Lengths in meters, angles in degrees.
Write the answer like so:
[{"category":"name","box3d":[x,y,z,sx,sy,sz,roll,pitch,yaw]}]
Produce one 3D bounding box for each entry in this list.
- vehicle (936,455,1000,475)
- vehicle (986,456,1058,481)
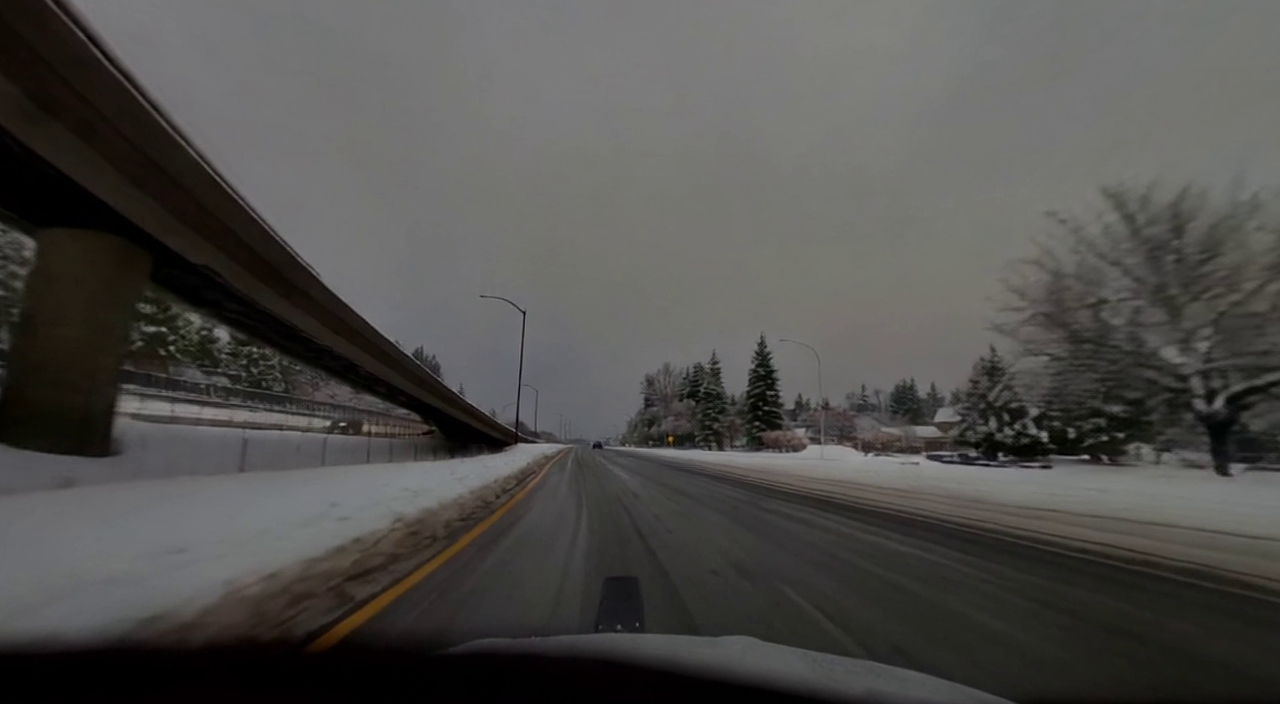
[{"category":"vehicle","box3d":[25.103,8.672,48.401,4.057,1.399,1.750,3,-10,-9]},{"category":"vehicle","box3d":[27.932,8.542,46.255,4.118,1.676,1.948,1,-10,-12]}]
